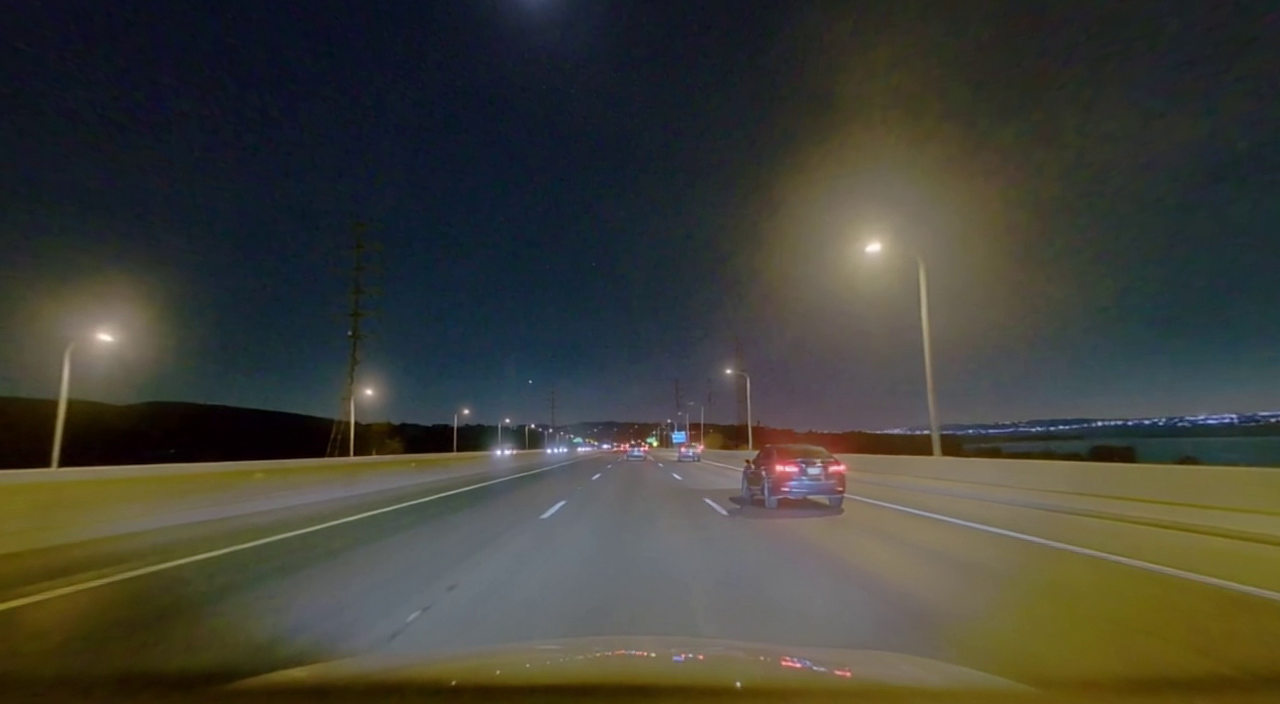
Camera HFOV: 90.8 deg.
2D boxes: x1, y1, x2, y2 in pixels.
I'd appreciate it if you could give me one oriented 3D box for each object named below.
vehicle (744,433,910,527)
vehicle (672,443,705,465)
[{"bbox_3d":[3.390,2.395,12.452,1.890,1.490,4.373,0,-8,-1],"label":"vehicle"},{"bbox_3d":[3.521,7.449,46.466,2.000,1.533,4.438,0,-8,-1],"label":"vehicle"}]
